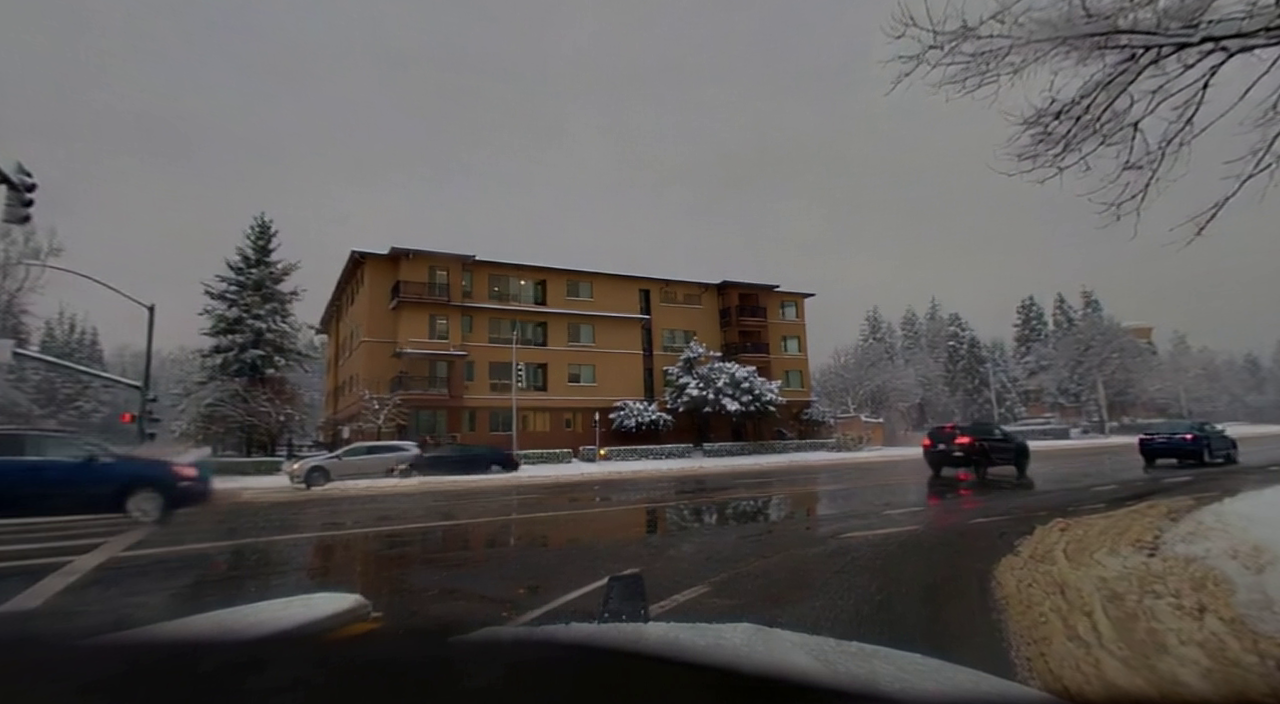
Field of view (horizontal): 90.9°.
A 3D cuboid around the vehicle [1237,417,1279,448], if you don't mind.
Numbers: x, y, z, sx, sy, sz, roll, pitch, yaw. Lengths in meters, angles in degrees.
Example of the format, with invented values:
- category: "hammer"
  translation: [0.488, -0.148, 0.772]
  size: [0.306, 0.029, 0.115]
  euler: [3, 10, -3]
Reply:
- category: "vehicle"
  translation: [37.339, 4.758, 36.981]
  size: [4.711, 1.688, 1.915]
  euler: [5, -10, -30]

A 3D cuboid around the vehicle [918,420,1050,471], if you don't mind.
- category: "vehicle"
  translation: [12.652, 3.426, 23.140]
  size: [4.683, 1.678, 1.981]
  euler: [5, -10, -30]

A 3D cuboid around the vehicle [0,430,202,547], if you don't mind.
- category: "vehicle"
  translation: [-9.701, 2.032, 9.610]
  size: [4.734, 1.633, 1.829]
  euler: [4, -9, -30]

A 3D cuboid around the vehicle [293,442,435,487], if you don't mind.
- category: "vehicle"
  translation: [-9.653, 3.894, 22.154]
  size: [4.289, 1.415, 1.774]
  euler: [5, -10, -31]

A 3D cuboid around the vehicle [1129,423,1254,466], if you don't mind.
- category: "vehicle"
  translation: [20.304, 3.397, 23.199]
  size: [4.521, 1.433, 1.943]
  euler: [5, -10, -29]

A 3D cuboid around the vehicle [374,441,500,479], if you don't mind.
- category: "vehicle"
  translation: [-8.623, 4.577, 26.943]
  size: [4.751, 1.487, 1.888]
  euler: [5, -10, -30]
